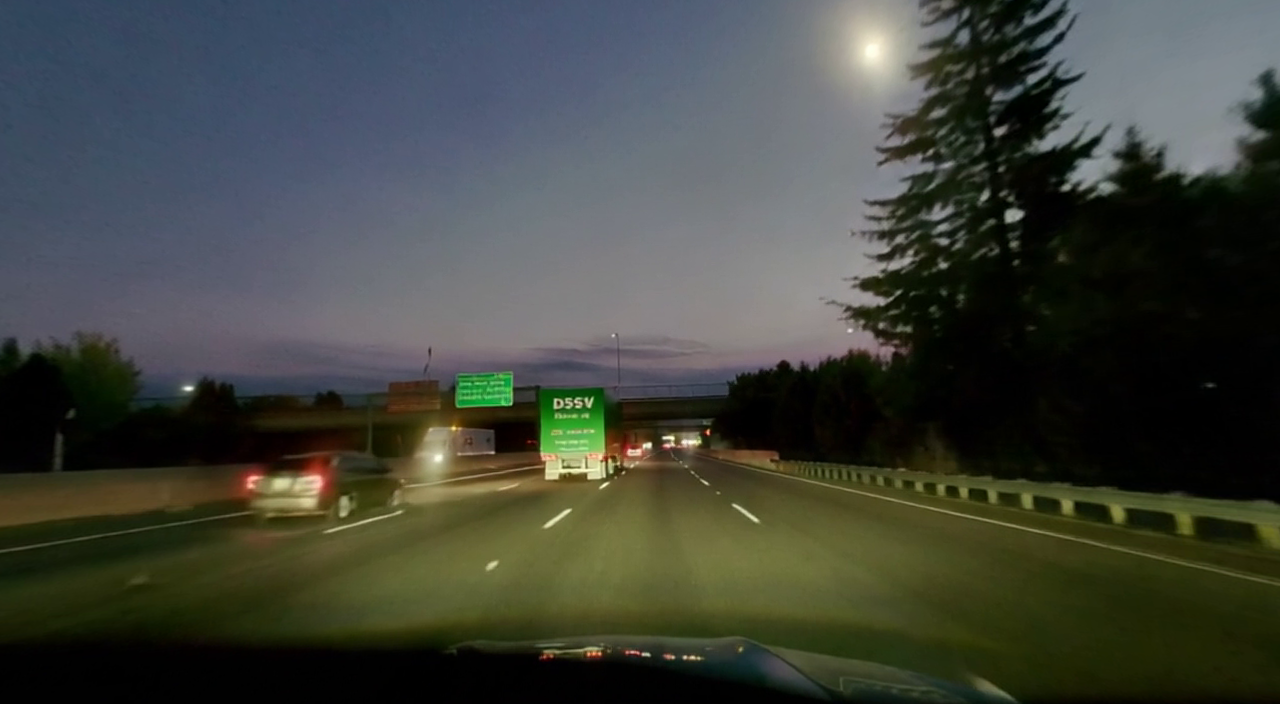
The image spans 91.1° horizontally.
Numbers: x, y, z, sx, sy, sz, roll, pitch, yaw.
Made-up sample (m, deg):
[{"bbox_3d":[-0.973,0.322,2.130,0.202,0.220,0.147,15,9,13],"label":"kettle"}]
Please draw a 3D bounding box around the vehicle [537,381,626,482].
[{"bbox_3d":[-2.486,4.117,31.429,3.025,4.002,12.709,-1,-9,1],"label":"vehicle"}]

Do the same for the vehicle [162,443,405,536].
[{"bbox_3d":[-6.625,2.571,12.498,1.958,1.467,4.737,-1,-9,2],"label":"vehicle"}]
